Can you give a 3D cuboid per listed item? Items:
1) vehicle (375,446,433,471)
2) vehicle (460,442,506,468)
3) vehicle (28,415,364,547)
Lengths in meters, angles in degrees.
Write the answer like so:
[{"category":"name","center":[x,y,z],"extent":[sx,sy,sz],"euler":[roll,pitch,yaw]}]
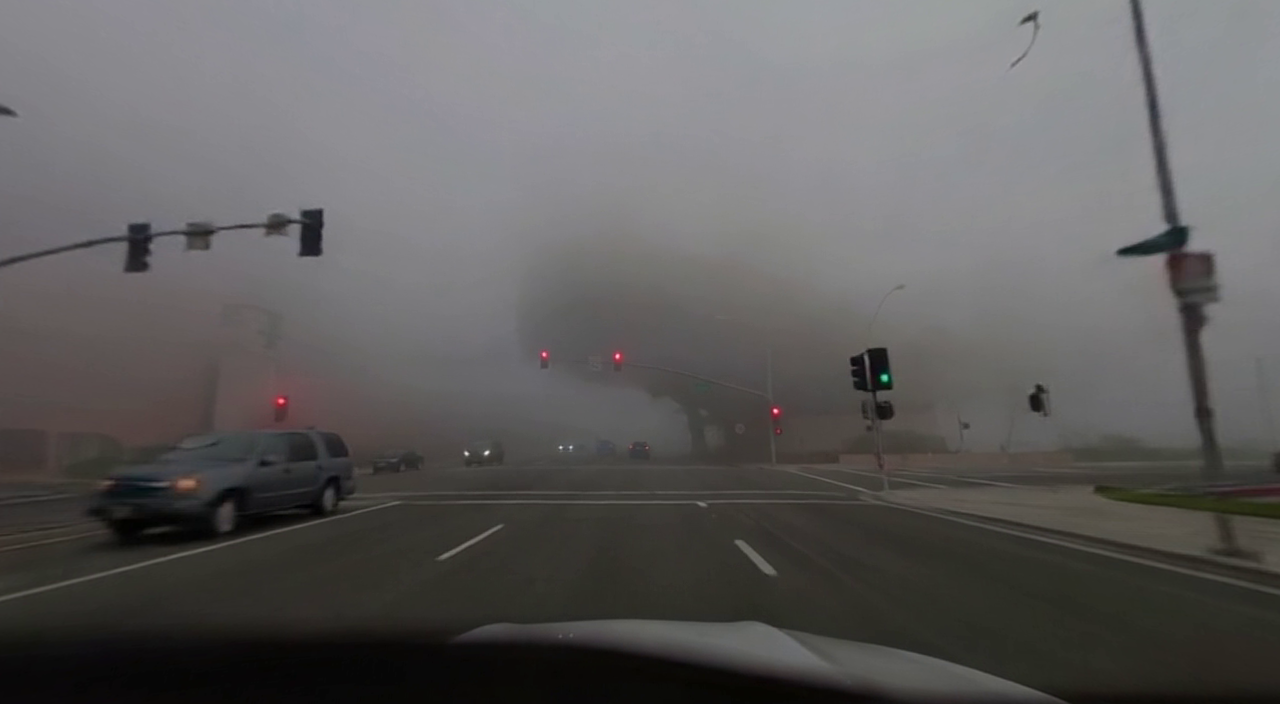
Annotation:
[{"category":"vehicle","center":[-14.542,6.581,39.157],"extent":[1.847,1.453,4.286],"euler":[0,-9,2]},{"category":"vehicle","center":[-10.787,7.093,43.679],"extent":[1.893,1.654,4.127],"euler":[0,-9,2]},{"category":"vehicle","center":[-6.864,2.040,10.627],"extent":[2.262,1.708,4.466],"euler":[0,-9,2]}]
